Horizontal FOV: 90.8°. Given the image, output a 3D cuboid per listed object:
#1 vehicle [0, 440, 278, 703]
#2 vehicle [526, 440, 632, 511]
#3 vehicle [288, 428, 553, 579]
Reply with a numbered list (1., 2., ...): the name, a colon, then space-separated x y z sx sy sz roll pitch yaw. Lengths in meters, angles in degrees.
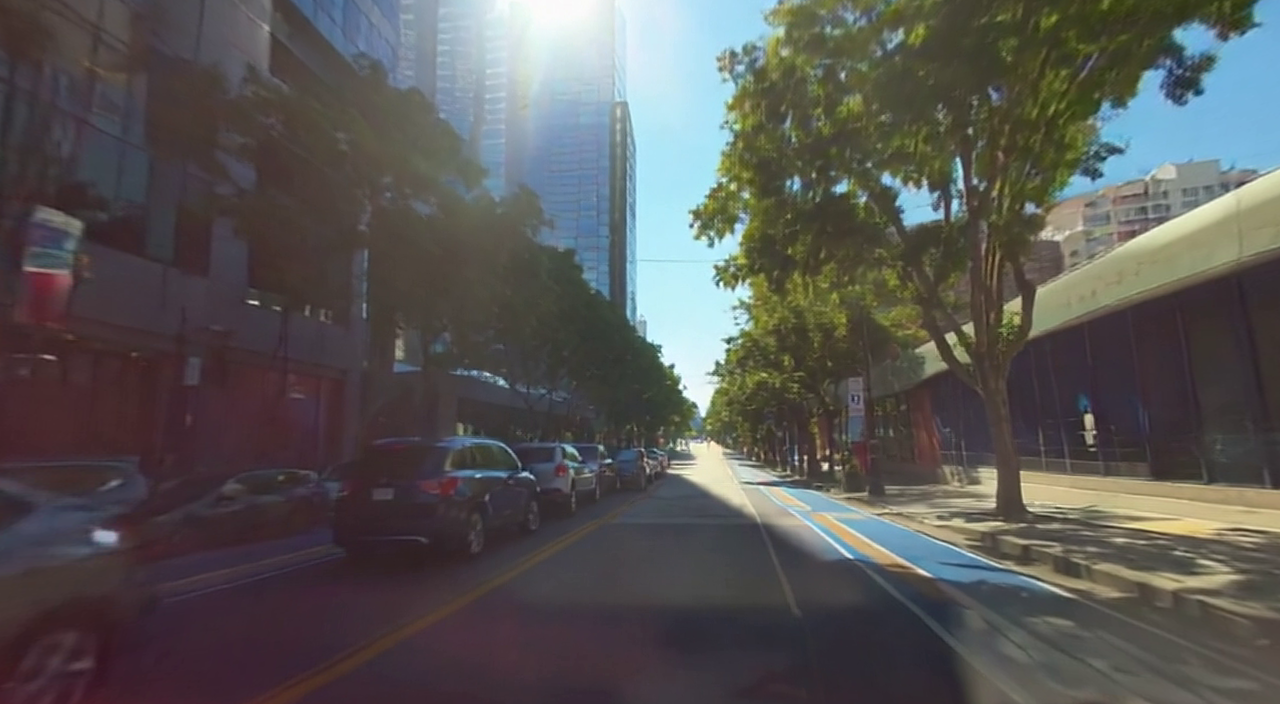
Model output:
1. vehicle: -3.973 1.092 2.235 2.017 1.558 4.888 -1 -9 8
2. vehicle: -1.666 3.641 19.136 2.225 1.848 4.472 -1 -9 8
3. vehicle: -3.057 2.229 10.144 2.173 1.814 4.573 -1 -9 7
